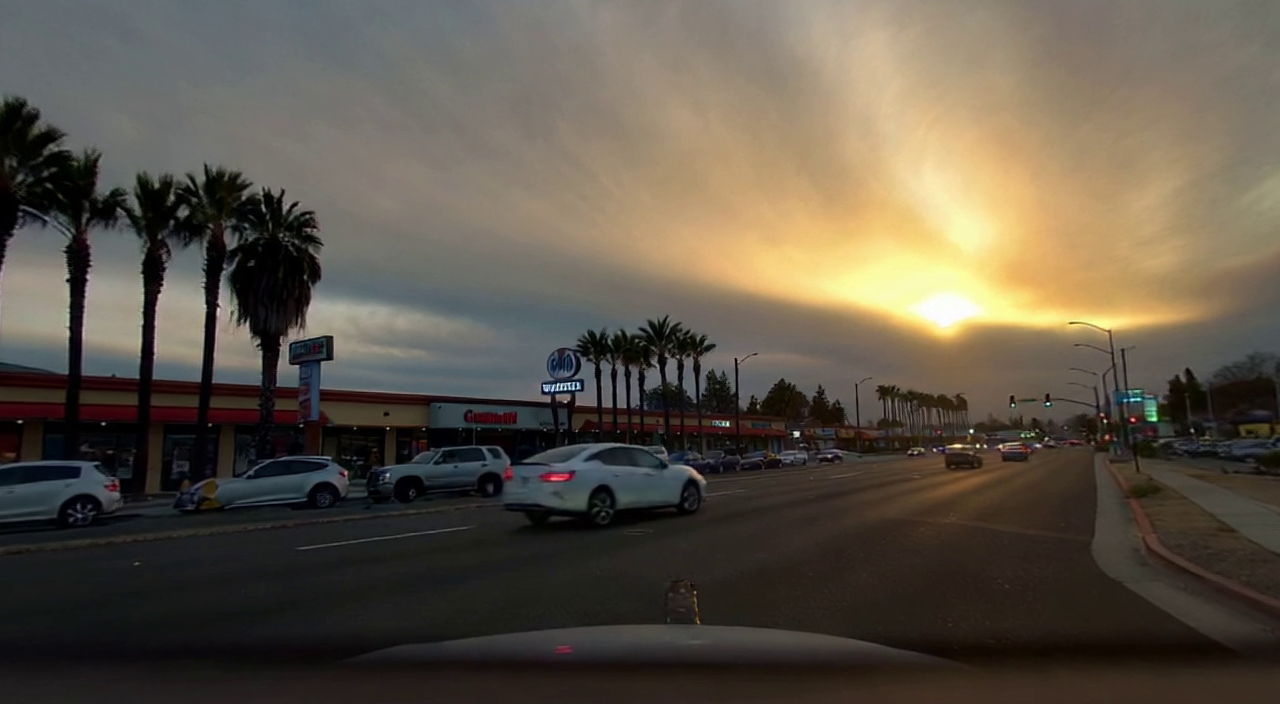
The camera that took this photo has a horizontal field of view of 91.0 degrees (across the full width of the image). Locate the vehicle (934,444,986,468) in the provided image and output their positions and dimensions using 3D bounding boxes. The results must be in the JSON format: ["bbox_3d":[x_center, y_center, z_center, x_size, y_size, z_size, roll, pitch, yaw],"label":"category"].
[{"bbox_3d":[20.722,6.680,40.676,2.035,1.485,4.849,-6,-11,37],"label":"vehicle"}]

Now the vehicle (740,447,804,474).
[{"bbox_3d":[8.052,6.534,38.062,1.981,1.493,4.721,-6,-11,36],"label":"vehicle"}]

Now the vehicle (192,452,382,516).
[{"bbox_3d":[-10.549,3.899,19.158,1.900,1.615,4.573,-6,-11,37],"label":"vehicle"}]

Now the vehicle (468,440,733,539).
[{"bbox_3d":[-0.530,2.537,12.447,2.232,1.513,5.090,-7,-11,41],"label":"vehicle"}]

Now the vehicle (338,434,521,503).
[{"bbox_3d":[-6.151,3.591,19.014,1.989,1.792,4.884,-9,-15,36],"label":"vehicle"}]

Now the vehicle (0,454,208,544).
[{"bbox_3d":[-11.412,2.737,12.013,1.854,1.482,4.756,-6,-11,37],"label":"vehicle"}]
